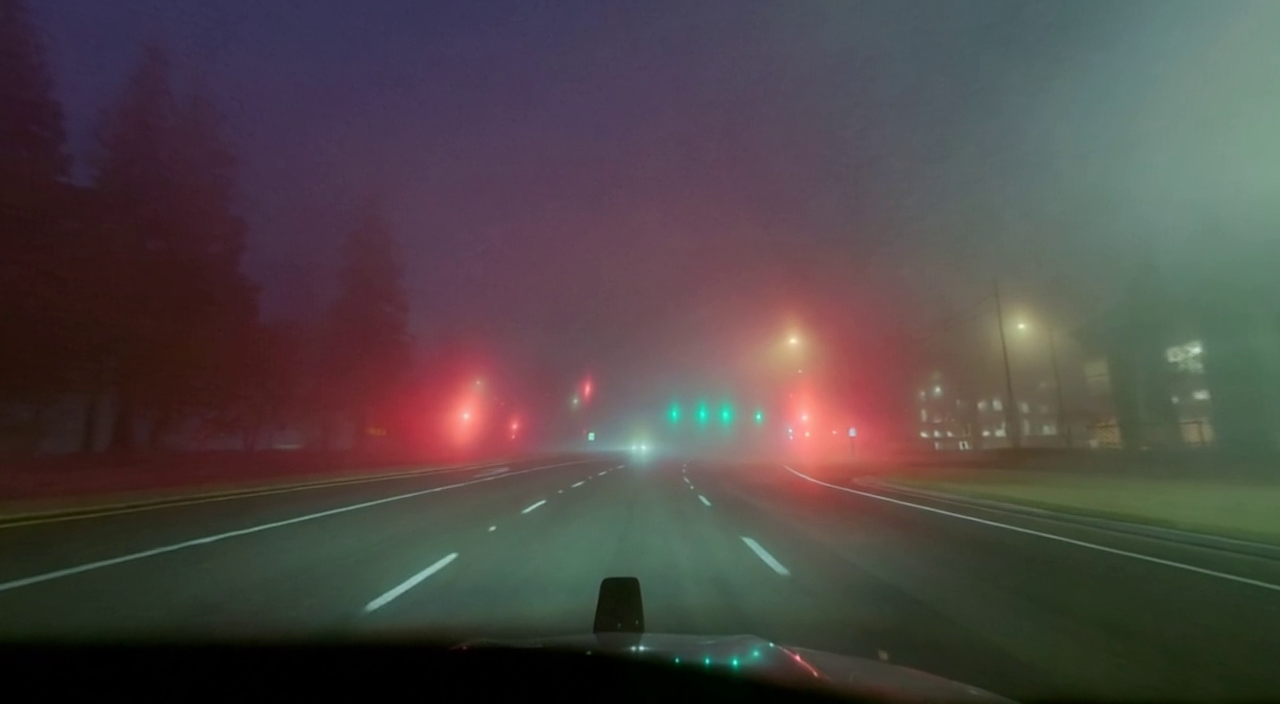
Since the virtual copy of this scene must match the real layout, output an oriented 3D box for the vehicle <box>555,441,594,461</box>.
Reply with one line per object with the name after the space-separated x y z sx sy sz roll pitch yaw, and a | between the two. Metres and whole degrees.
-4.957 7.588 48.561 1.893 1.503 4.309 -1 -8 9 | vehicle
